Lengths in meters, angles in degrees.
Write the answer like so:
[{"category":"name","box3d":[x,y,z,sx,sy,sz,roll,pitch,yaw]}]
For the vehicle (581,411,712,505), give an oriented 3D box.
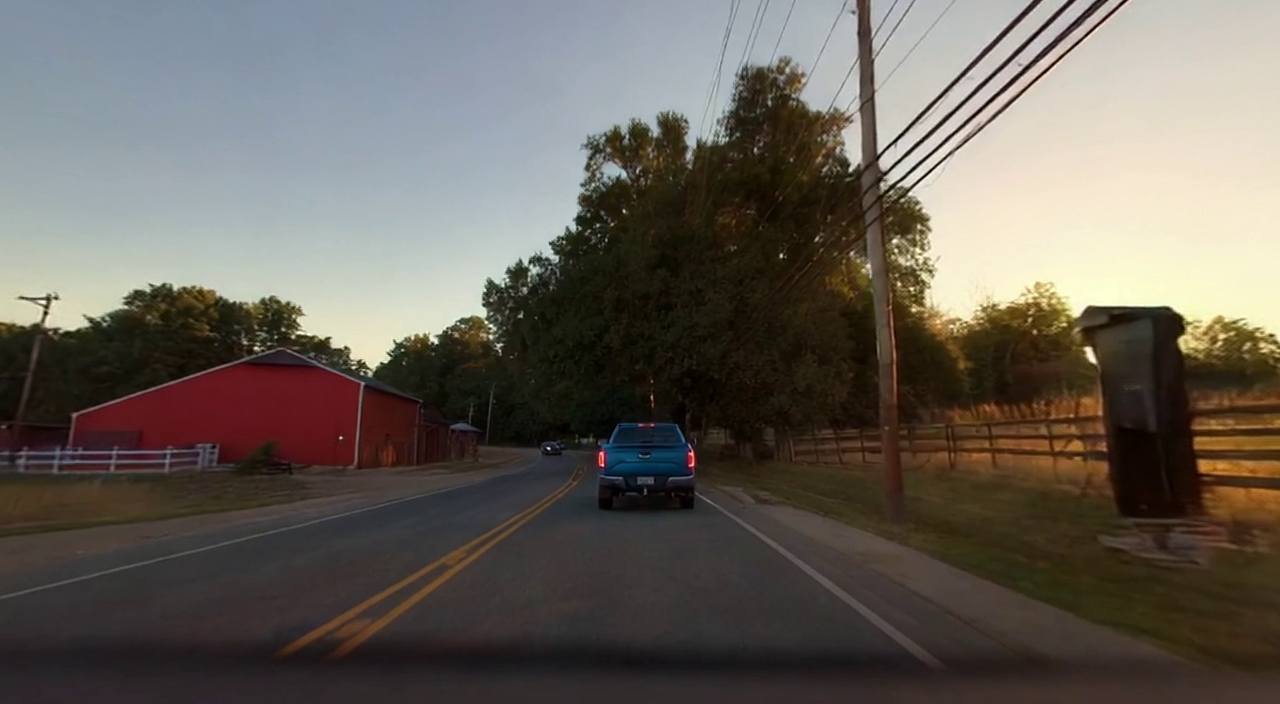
[{"category":"vehicle","box3d":[0.007,2.662,16.288,2.693,1.941,6.356,0,-9,-2]}]
